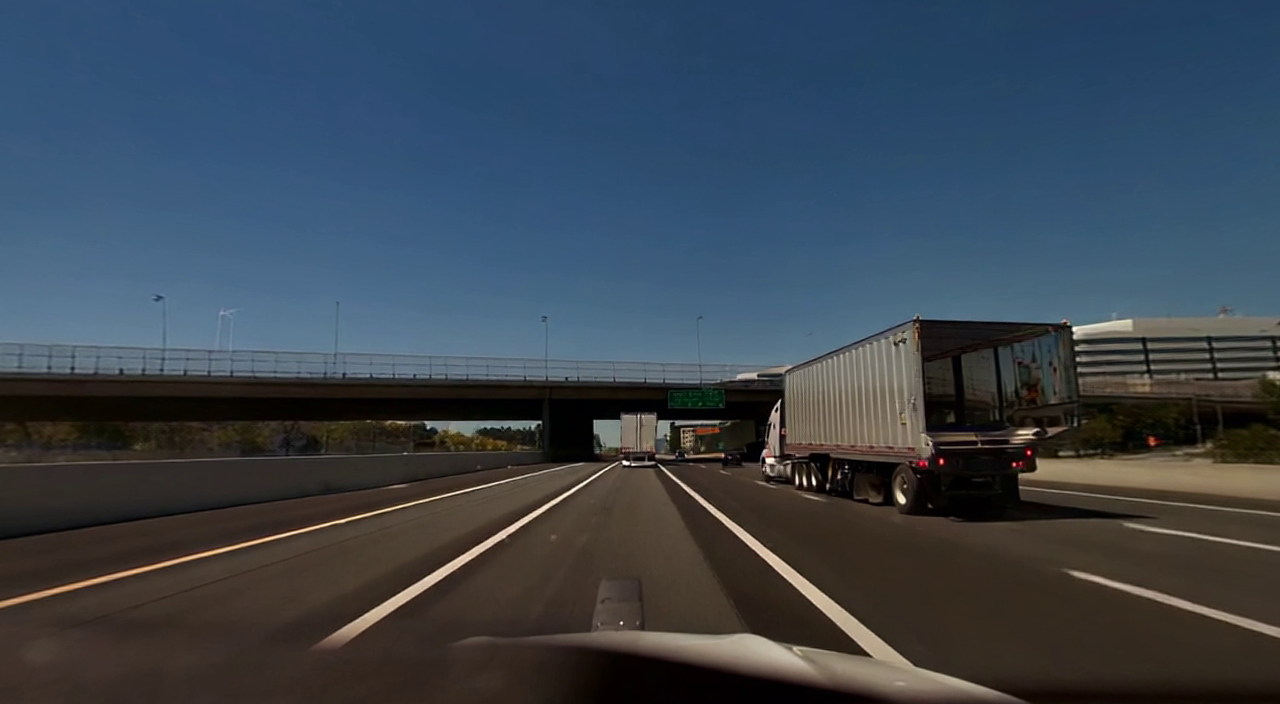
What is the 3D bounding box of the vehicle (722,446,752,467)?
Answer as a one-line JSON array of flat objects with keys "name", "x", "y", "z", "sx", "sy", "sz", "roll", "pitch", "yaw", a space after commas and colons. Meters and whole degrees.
[{"name": "vehicle", "x": 7.311, "y": 7.947, "z": 47.865, "sx": 1.687, "sy": 1.503, "sz": 3.688, "roll": 0, "pitch": -9, "yaw": 0}]
